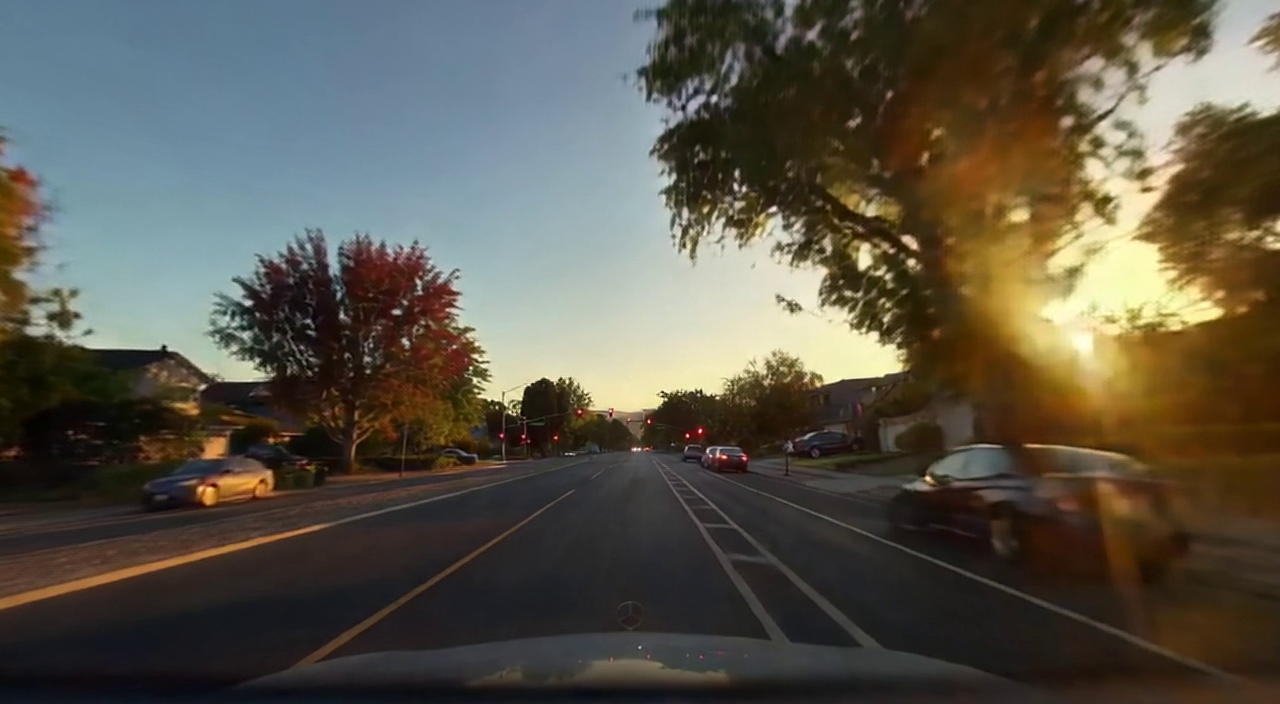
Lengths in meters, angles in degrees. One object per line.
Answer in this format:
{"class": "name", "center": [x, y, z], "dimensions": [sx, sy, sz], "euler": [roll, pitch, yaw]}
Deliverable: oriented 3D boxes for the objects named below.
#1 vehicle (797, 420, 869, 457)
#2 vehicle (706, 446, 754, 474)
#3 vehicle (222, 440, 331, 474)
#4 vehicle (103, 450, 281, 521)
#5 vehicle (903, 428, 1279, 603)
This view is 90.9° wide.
{"class": "vehicle", "center": [13.640, 6.168, 44.713], "dimensions": [4.284, 1.725, 1.981], "euler": [-11, -9, -1]}
{"class": "vehicle", "center": [4.870, 5.895, 34.703], "dimensions": [1.881, 1.435, 4.525], "euler": [0, -9, -1]}
{"class": "vehicle", "center": [-20.877, 6.030, 36.411], "dimensions": [4.759, 1.824, 2.442], "euler": [0, -8, 0]}
{"class": "vehicle", "center": [-12.196, 3.601, 17.600], "dimensions": [2.000, 1.523, 4.226], "euler": [-1, -7, -2]}
{"class": "vehicle", "center": [4.845, 1.718, 7.454], "dimensions": [1.803, 1.517, 3.738], "euler": [0, -9, -1]}
